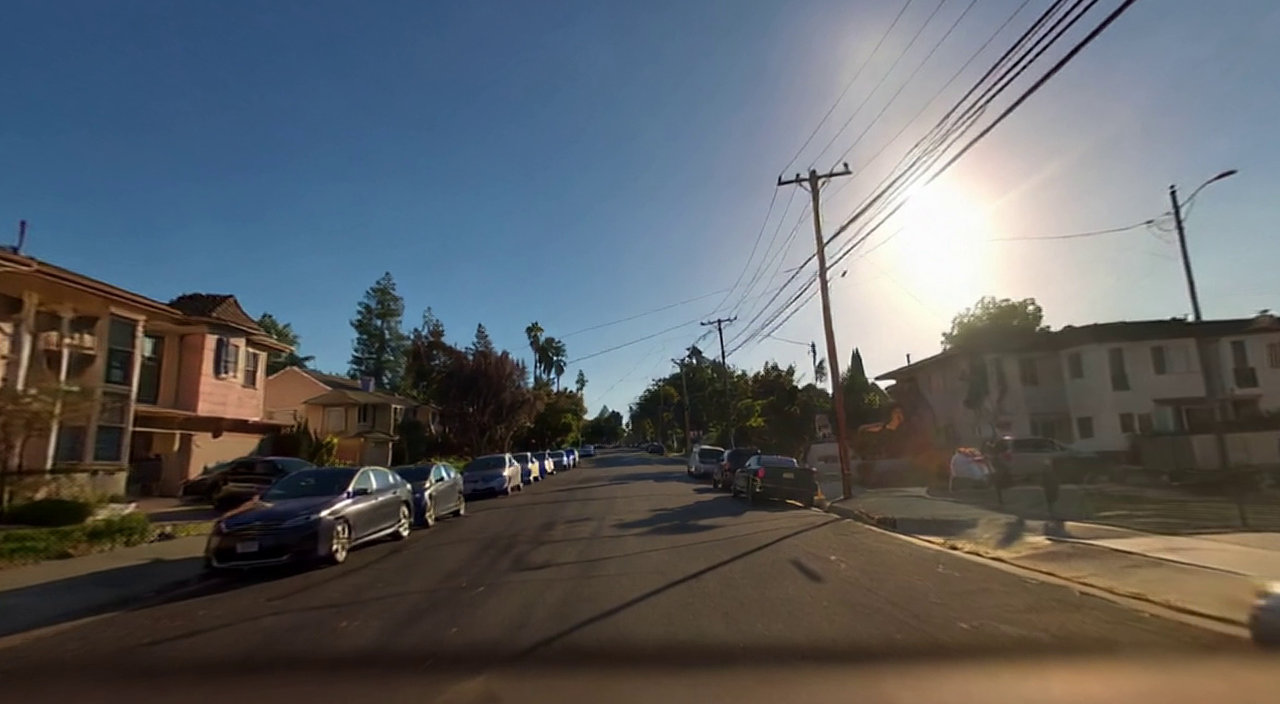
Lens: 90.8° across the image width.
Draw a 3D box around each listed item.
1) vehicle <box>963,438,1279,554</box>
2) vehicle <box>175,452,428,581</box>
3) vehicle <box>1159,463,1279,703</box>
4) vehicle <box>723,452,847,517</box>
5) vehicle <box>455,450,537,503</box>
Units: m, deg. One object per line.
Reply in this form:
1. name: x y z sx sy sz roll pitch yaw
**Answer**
1. vehicle: 7.811 2.125 9.688 4.546 1.537 2.076 -1 -9 2
2. vehicle: -5.385 2.607 10.926 2.032 1.716 4.382 0 -9 -2
3. vehicle: 4.076 0.886 1.154 2.057 1.511 4.858 -4 -11 0
4. vehicle: 3.808 3.563 17.607 2.174 1.504 4.809 0 -9 -2
5. vehicle: -5.930 5.164 26.819 2.184 1.958 5.757 0 -9 -1
